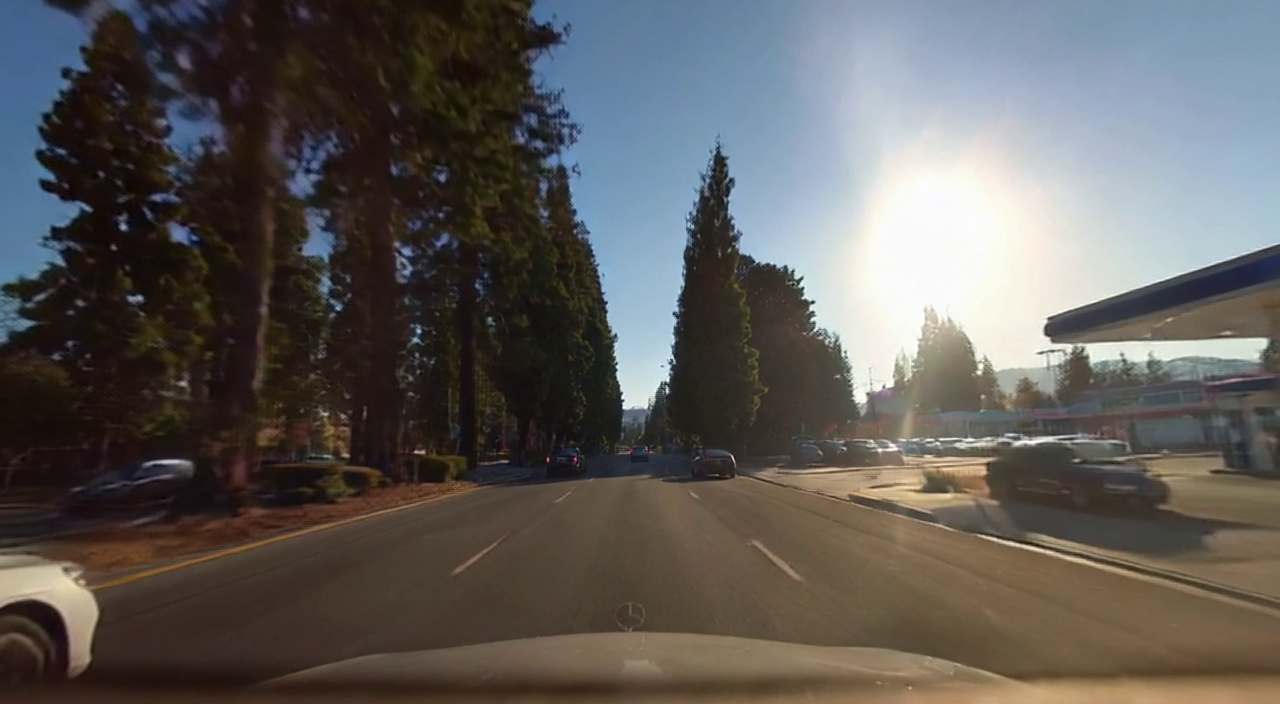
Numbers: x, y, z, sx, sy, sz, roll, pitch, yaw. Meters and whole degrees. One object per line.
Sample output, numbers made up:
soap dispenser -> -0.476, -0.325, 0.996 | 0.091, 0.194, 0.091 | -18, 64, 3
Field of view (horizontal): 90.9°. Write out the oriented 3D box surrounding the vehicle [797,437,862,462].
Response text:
vehicle -> 14.195, 7.310, 47.492 | 2.097, 1.779, 4.720 | 4, -9, -24

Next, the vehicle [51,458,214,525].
vehicle -> -13.591, 3.696, 17.281 | 1.839, 1.478, 4.437 | 3, -9, -16

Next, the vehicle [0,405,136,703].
vehicle -> -3.835, 0.721, 0.909 | 1.988, 1.530, 5.155 | 0, -9, 0

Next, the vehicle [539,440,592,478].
vehicle -> -3.649, 5.336, 31.649 | 2.051, 1.747, 4.370 | 0, -9, 1

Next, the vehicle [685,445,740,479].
vehicle -> 3.379, 5.239, 30.268 | 2.010, 1.486, 4.498 | 0, -9, -1

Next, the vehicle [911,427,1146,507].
vehicle -> 9.396, 2.779, 15.481 | 4.526, 1.768, 2.056 | 1, -9, -8
